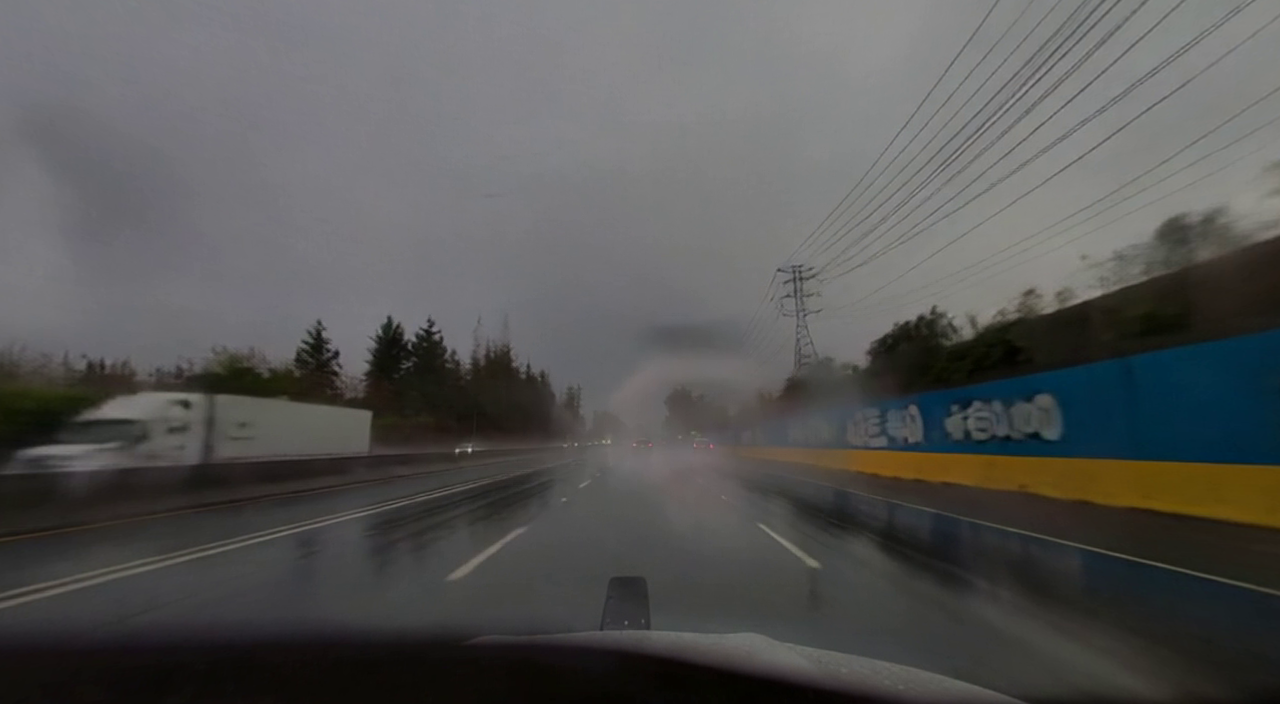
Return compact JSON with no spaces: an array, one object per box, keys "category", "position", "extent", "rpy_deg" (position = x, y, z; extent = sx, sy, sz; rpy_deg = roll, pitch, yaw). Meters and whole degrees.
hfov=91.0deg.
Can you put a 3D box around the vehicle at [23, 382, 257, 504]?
[{"category":"vehicle","position":[-18.907,3.556,24.667],"extent":[3.012,4.030,7.276],"rpy_deg":[-1,-9,0]}]

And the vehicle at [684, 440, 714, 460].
[{"category":"vehicle","position":[4.572,7.696,49.388],"extent":[1.991,1.494,3.951],"rpy_deg":[0,-8,0]}]
